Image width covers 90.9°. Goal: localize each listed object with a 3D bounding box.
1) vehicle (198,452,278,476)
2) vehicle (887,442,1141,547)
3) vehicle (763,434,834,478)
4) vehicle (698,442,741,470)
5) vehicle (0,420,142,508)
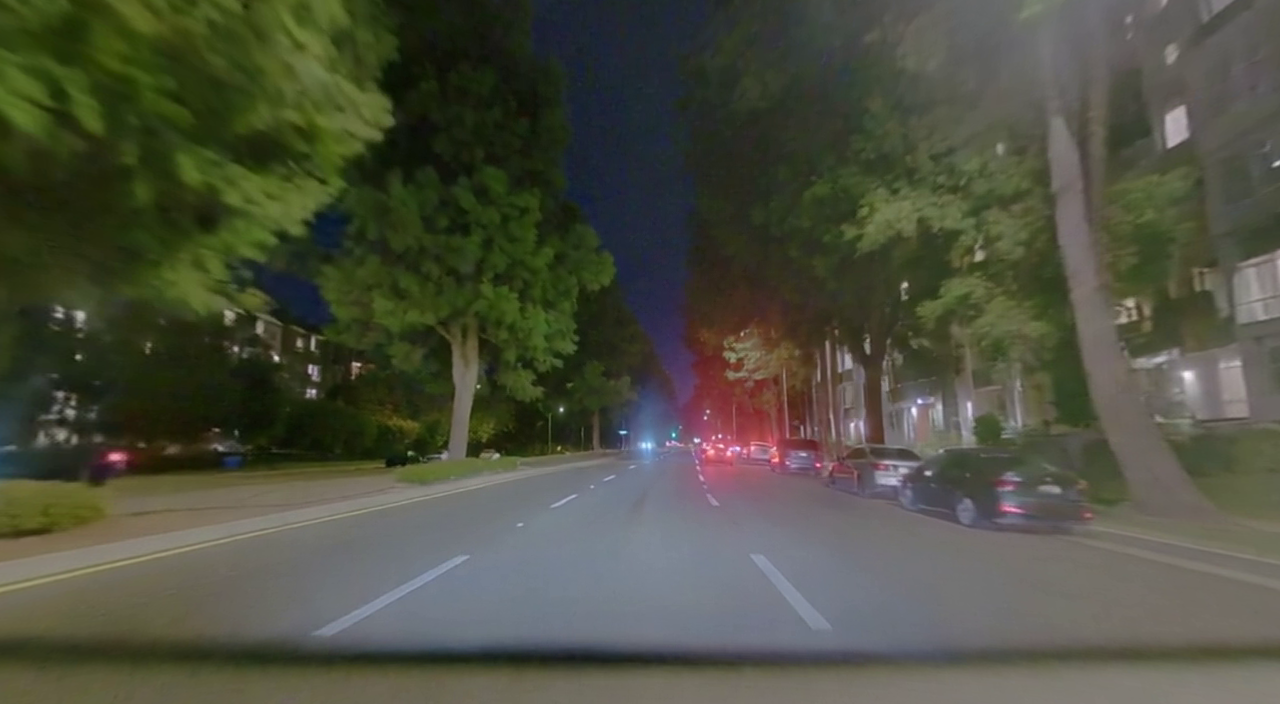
[{"bbox_3d":[-29.658,8.212,46.544,4.598,1.661,1.958,7,-11,-40],"label":"vehicle"},{"bbox_3d":[6.605,2.518,12.009,1.959,1.538,4.953,0,-9,2],"label":"vehicle"},{"bbox_3d":[7.730,5.155,31.438,2.213,1.949,5.907,0,-9,2],"label":"vehicle"},{"bbox_3d":[4.537,6.017,36.572,2.128,1.502,4.572,0,-9,3],"label":"vehicle"},{"bbox_3d":[-15.210,2.644,15.030,2.049,1.933,5.586,0,-8,0],"label":"vehicle"}]
